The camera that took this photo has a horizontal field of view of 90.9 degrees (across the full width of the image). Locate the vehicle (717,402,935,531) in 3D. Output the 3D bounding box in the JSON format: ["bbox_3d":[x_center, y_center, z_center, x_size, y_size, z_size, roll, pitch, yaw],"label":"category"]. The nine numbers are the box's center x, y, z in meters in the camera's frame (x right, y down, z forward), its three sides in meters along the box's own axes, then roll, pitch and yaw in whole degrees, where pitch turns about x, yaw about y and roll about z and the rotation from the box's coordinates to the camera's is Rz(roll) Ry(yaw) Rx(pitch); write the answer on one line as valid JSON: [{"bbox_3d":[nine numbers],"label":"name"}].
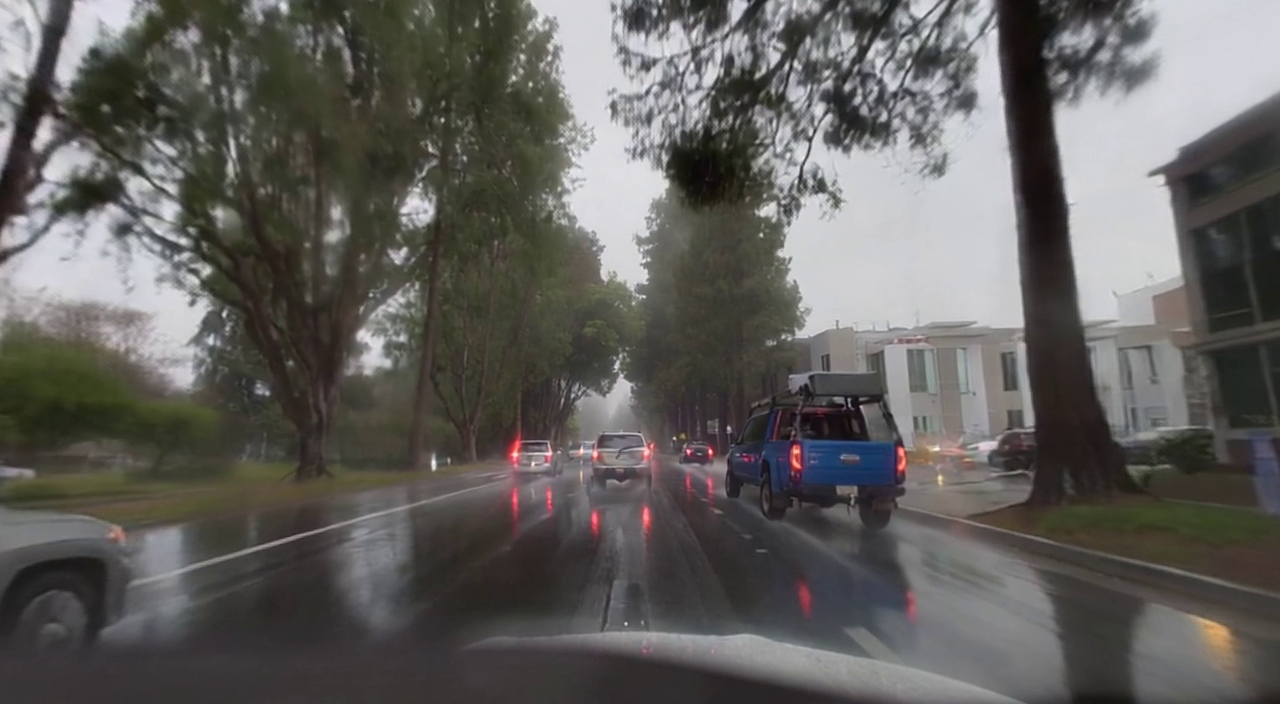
[{"bbox_3d":[3.347,2.278,13.193,2.655,2.054,6.098,0,-8,0],"label":"vehicle"}]

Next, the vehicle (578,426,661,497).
[{"bbox_3d":[-0.473,3.055,17.896,2.075,1.770,4.018,0,-8,1],"label":"vehicle"}]

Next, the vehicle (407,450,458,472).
[{"bbox_3d":[-14.805,7.762,45.232,2.001,1.441,4.488,0,-8,1],"label":"vehicle"}]

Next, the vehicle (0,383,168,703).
[{"bbox_3d":[-3.971,0.755,1.558,1.959,1.614,4.676,0,-8,0],"label":"vehicle"}]

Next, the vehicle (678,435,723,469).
[{"bbox_3d":[3.582,6.046,38.226,2.183,1.948,4.633,0,-8,-2],"label":"vehicle"}]

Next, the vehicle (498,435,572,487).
[{"bbox_3d":[-3.611,3.806,22.316,1.894,1.642,3.861,0,-8,1],"label":"vehicle"}]
